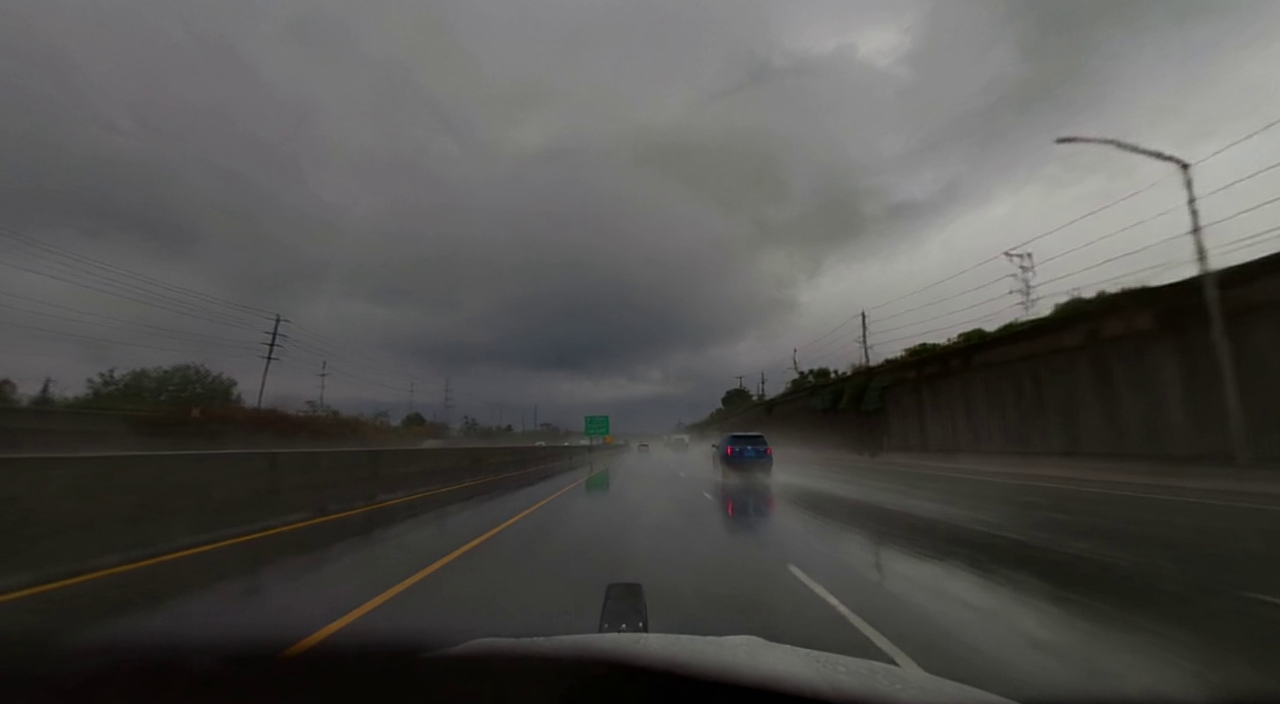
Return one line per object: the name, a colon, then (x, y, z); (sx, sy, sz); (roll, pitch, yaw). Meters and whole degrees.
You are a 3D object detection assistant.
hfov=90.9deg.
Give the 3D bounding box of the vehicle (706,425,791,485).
vehicle: (3.586, 3.503, 21.722); (2.120, 1.832, 4.287); (0, -8, -1)
